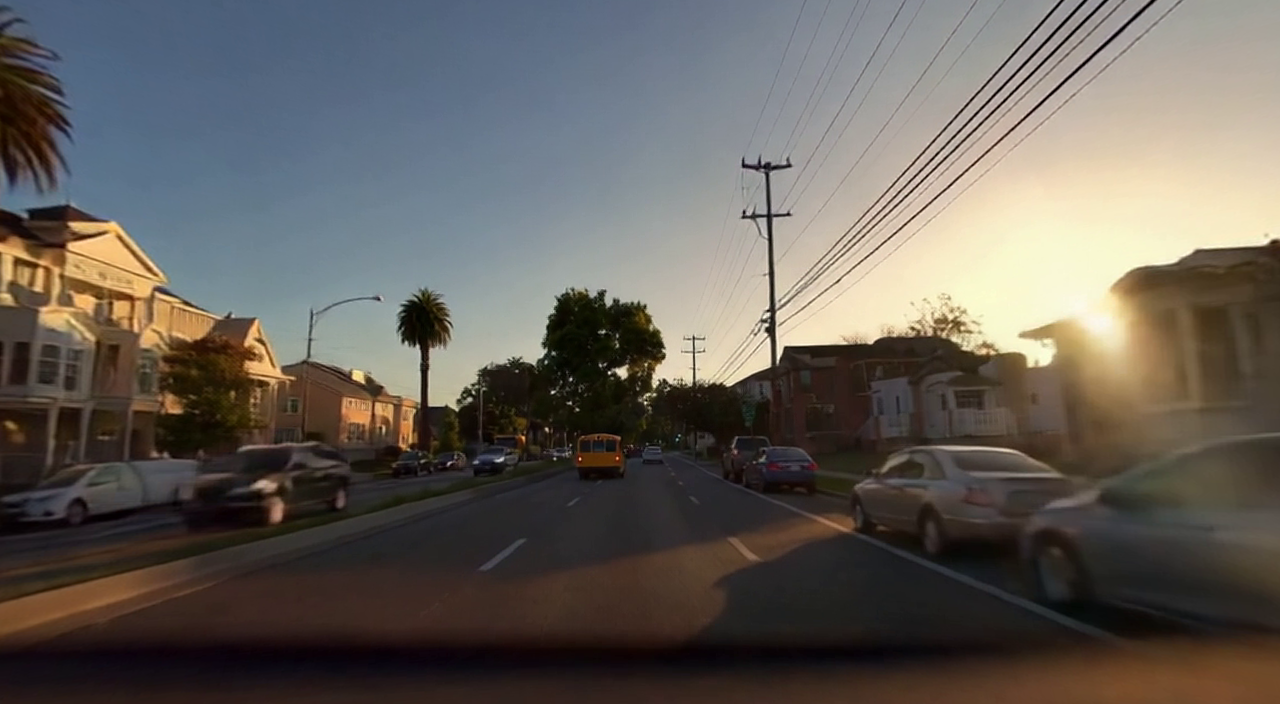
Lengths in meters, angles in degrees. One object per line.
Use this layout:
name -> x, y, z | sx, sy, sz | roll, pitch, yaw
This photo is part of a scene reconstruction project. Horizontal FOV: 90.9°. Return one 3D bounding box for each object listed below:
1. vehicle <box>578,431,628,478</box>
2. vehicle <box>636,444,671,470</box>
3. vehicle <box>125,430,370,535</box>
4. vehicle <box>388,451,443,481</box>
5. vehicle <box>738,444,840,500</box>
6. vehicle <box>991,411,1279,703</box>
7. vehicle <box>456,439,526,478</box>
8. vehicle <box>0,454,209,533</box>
vehicle -> -1.679, 4.834, 29.912 | 2.168, 2.040, 4.527 | 0, -9, -2
vehicle -> 0.890, 6.555, 39.414 | 2.063, 1.495, 3.849 | 0, -9, 2
vehicle -> -7.887, 2.650, 13.448 | 2.096, 1.798, 4.831 | 0, -9, 0
vehicle -> -15.255, 7.739, 43.044 | 1.993, 1.639, 5.065 | -5, -8, -2
vehicle -> 4.304, 3.534, 19.029 | 1.838, 1.458, 4.750 | 0, -9, -1
vehicle -> 4.144, 1.116, 3.458 | 1.946, 1.530, 4.240 | 0, -9, 0
vehicle -> -8.532, 6.158, 36.694 | 2.653, 1.964, 5.699 | -3, -9, 0
vehicle -> -14.178, 3.678, 16.988 | 2.041, 1.643, 4.665 | -5, -9, -3
